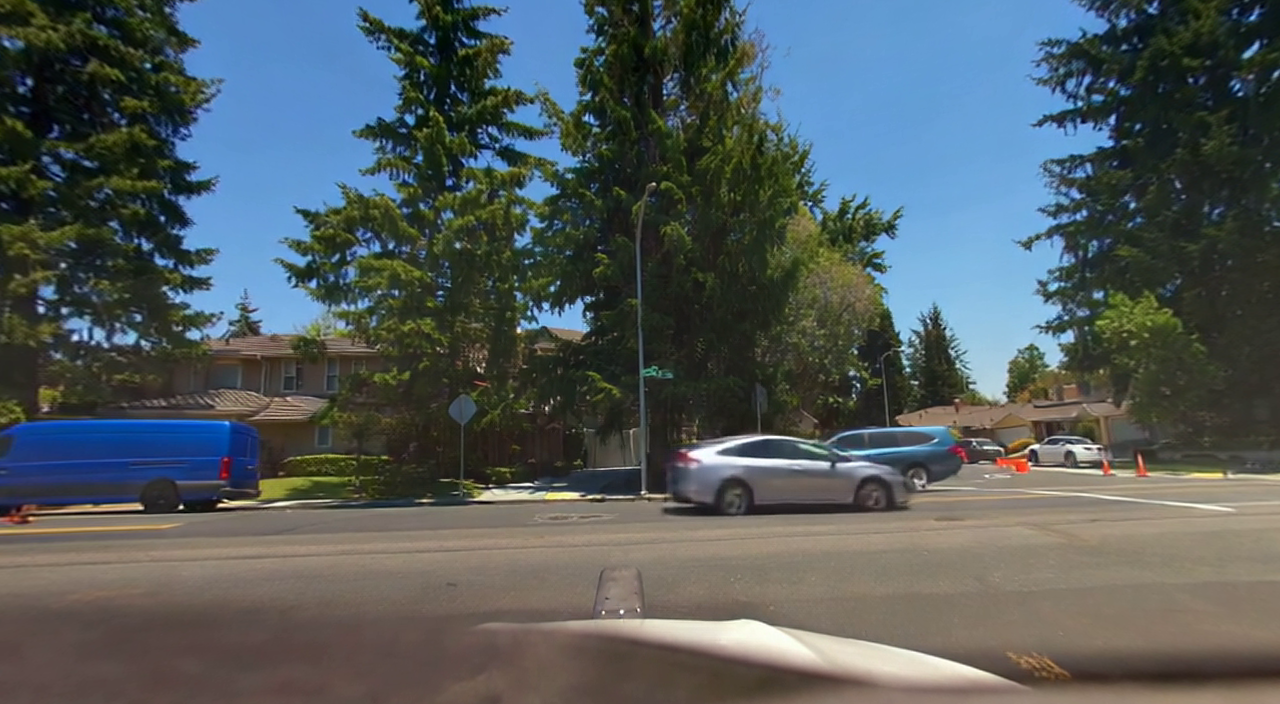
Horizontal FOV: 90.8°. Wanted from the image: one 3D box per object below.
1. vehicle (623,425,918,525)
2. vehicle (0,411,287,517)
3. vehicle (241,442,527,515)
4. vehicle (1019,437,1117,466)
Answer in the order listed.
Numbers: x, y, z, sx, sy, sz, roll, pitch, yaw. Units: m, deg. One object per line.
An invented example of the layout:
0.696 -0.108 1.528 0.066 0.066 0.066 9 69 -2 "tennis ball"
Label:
2.078 2.109 11.176 4.684 1.556 2.087 1 -8 -4 "vehicle"
-14.254 3.051 16.933 7.824 2.323 2.863 -2 -10 -3 "vehicle"
-6.637 3.381 17.387 6.643 1.777 2.925 1 -9 -5 "vehicle"
22.496 5.244 33.258 3.863 1.453 1.826 1 -8 -4 "vehicle"
